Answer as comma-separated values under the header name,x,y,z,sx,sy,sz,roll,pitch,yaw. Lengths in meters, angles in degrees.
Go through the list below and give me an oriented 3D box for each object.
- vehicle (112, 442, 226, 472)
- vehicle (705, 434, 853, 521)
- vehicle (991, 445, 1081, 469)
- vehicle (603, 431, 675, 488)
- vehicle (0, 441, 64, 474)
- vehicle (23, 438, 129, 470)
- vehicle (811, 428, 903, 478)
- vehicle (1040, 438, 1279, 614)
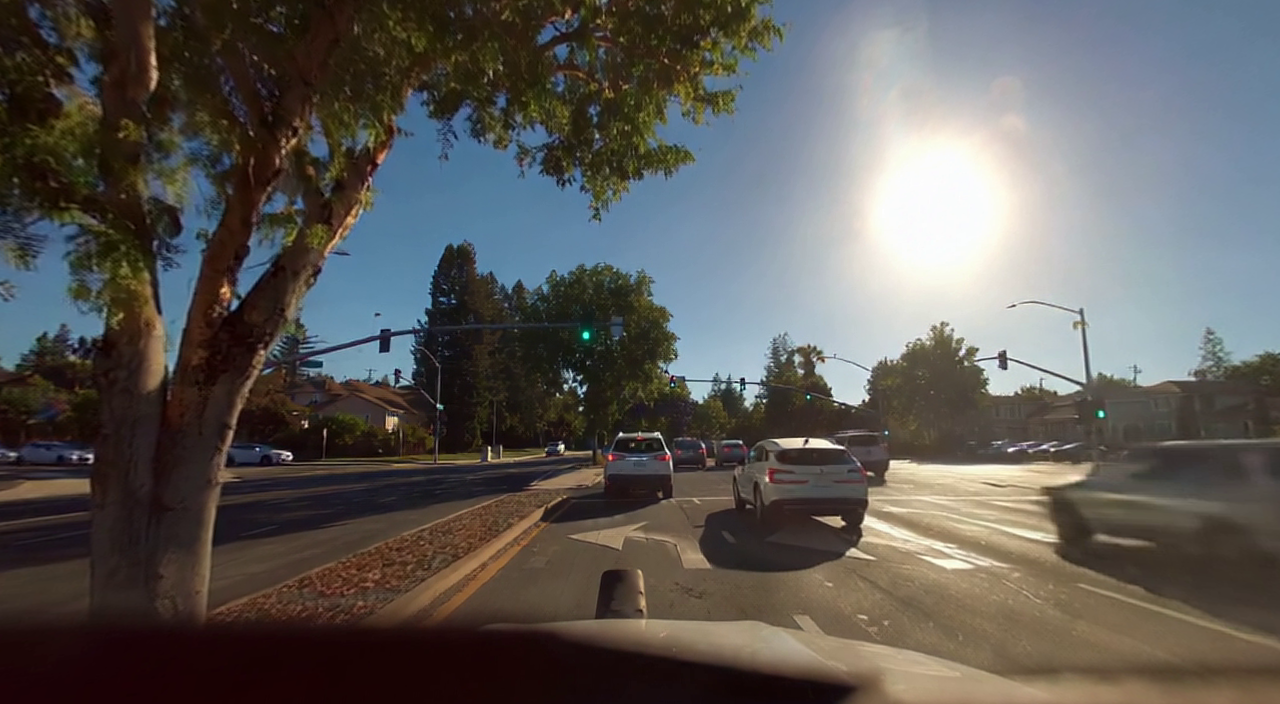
name,x,y,z,sx,sy,sz,roll,pitch,yaw
vehicle,-26.342,5.880,35.409,4.724,1.630,1.968,0,-8,-3
vehicle,2.614,2.481,13.064,2.009,1.480,4.423,0,-8,-1
vehicle,29.728,7.887,47.404,5.366,1.653,2.044,1,-9,-1
vehicle,-0.134,3.512,20.906,2.099,1.705,4.020,0,-8,-4
vehicle,-35.031,5.767,34.710,4.465,1.693,1.959,2,-9,-1
vehicle,-36.866,6.630,41.273,4.771,1.778,2.032,3,-8,-3
vehicle,9.448,4.454,27.979,2.207,1.990,5.173,0,-8,0
vehicle,6.266,1.569,6.080,1.900,1.440,4.466,0,-8,1
